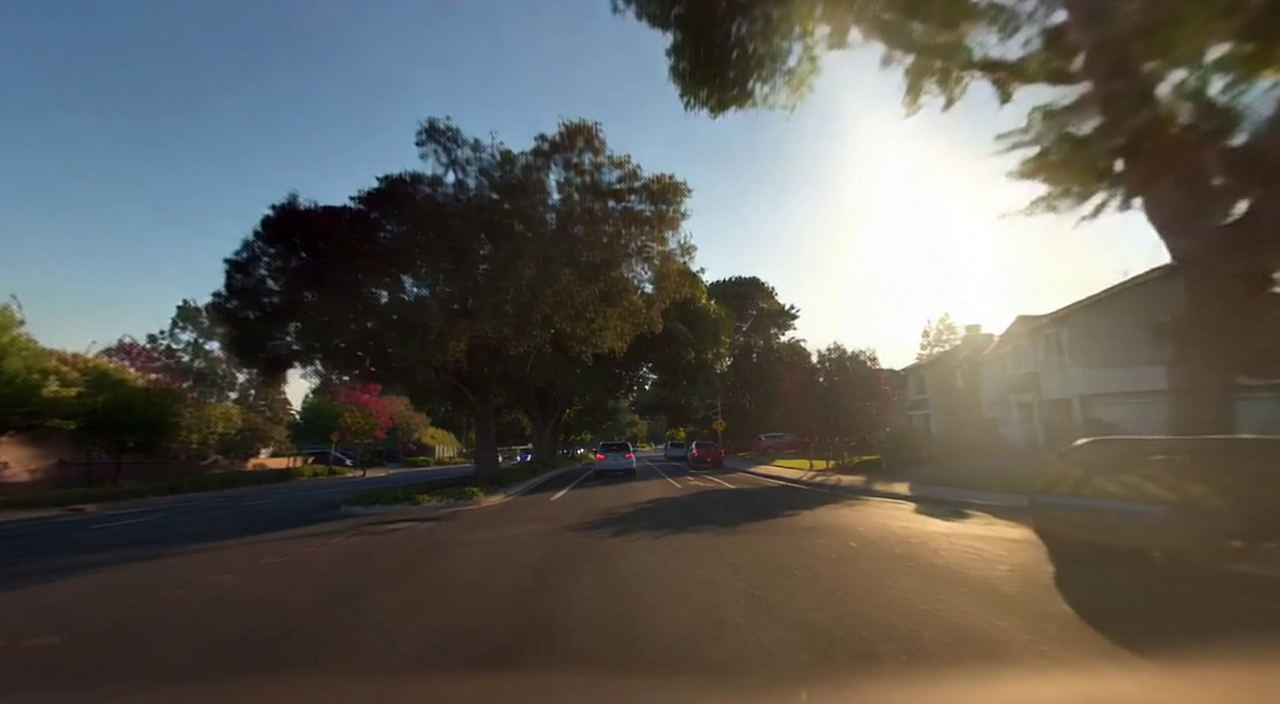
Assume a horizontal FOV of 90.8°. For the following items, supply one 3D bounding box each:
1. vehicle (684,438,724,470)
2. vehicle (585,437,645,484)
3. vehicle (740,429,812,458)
[{"bbox_3d":[3.801,6.129,38.343,2.045,1.776,4.851,0,-8,2],"label":"vehicle"},{"bbox_3d":[-0.912,4.104,24.348,2.106,1.655,3.717,0,-8,-1],"label":"vehicle"},{"bbox_3d":[10.265,6.913,47.901,4.919,1.886,2.086,-3,-9,0],"label":"vehicle"}]
